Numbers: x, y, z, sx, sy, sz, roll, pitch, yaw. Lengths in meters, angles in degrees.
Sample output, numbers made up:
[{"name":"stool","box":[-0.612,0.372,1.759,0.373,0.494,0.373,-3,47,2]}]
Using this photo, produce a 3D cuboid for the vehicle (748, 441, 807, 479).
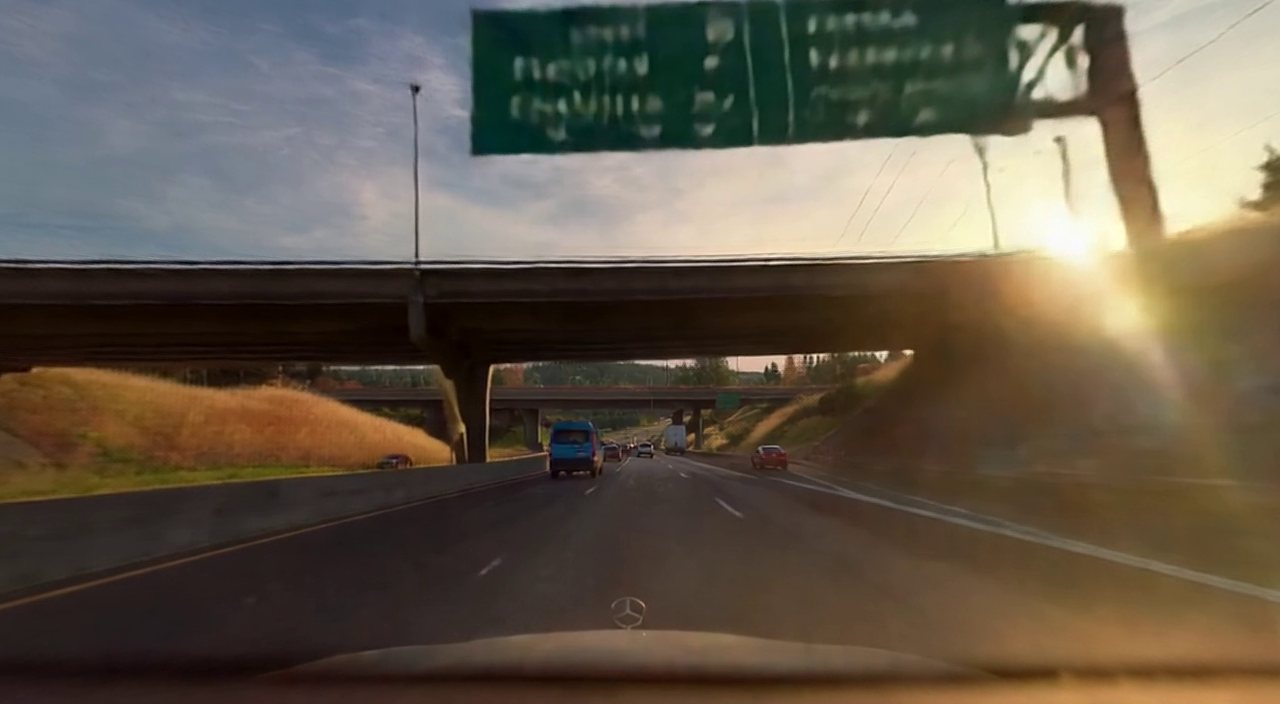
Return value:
[{"name":"vehicle","box":[6.428,5.102,29.947,1.936,1.664,4.198,0,-9,1]}]

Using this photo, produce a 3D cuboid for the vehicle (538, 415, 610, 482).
[{"name":"vehicle","box":[-2.751,4.289,27.917,2.451,2.627,5.868,0,-9,1]}]
